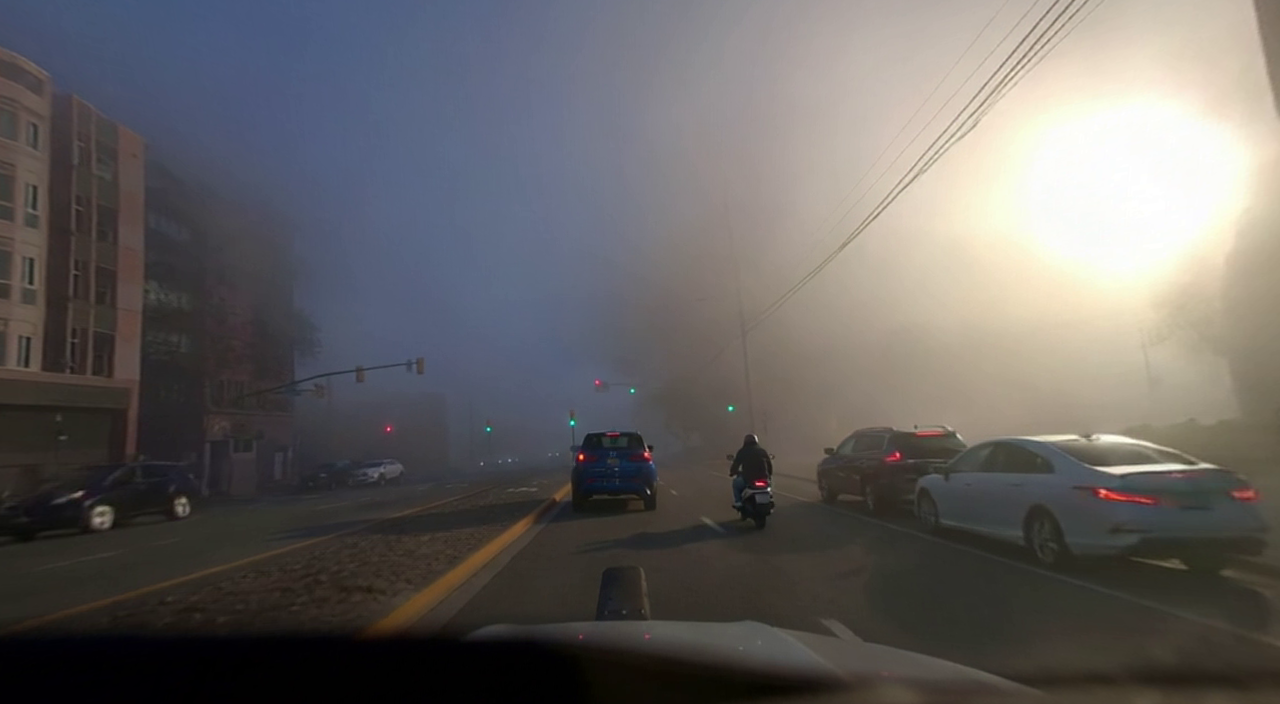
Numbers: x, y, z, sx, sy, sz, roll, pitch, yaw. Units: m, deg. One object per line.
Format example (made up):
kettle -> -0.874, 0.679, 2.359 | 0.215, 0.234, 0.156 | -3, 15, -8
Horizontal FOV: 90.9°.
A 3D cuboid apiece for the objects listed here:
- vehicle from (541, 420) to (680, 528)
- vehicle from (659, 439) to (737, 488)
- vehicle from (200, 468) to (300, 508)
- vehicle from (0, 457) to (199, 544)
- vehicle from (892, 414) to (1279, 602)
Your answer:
vehicle -> -0.522, 2.314, 12.483 | 2.265, 1.748, 4.130 | 0, -9, -1
vehicle -> 1.903, 3.857, 22.123 | 2.101, 1.507, 4.355 | 0, -9, -3
vehicle -> -18.427, 6.404, 30.082 | 2.038, 1.607, 4.348 | 1, -9, -2
vehicle -> -14.315, 3.717, 16.494 | 2.267, 1.831, 4.702 | 0, -9, -3
vehicle -> 5.044, 1.639, 7.579 | 2.012, 1.532, 4.565 | 0, -9, -2
